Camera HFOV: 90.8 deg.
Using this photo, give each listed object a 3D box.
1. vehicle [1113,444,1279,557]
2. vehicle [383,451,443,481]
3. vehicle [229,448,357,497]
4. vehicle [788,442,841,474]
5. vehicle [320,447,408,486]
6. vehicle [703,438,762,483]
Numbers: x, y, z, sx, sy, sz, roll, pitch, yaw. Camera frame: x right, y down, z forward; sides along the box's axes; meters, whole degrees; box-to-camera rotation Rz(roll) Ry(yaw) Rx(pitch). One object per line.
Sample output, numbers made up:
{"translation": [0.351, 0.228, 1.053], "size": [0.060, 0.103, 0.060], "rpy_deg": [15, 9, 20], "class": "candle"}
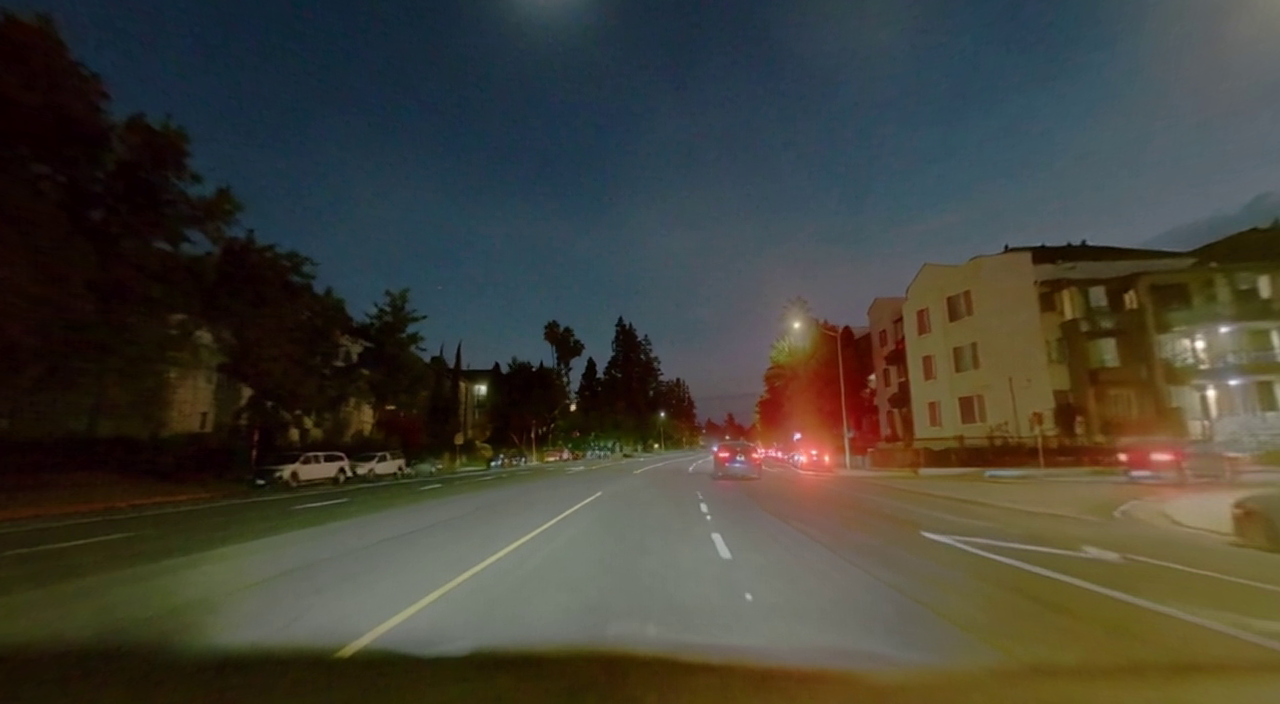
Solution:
{"translation": [9.484, 2.085, 9.140], "size": [1.928, 1.482, 4.461], "rpy_deg": [-1, -9, 2], "class": "vehicle"}
{"translation": [-15.178, 7.615, 42.565], "size": [2.014, 1.734, 4.651], "rpy_deg": [-2, -8, 5], "class": "vehicle"}
{"translation": [-16.210, 5.635, 30.064], "size": [2.239, 1.926, 6.159], "rpy_deg": [-3, -8, 5], "class": "vehicle"}
{"translation": [11.750, 7.158, 43.035], "size": [2.460, 2.002, 5.900], "rpy_deg": [-1, -9, 6], "class": "vehicle"}
{"translation": [-15.854, 6.569, 36.763], "size": [2.194, 2.022, 5.828], "rpy_deg": [-1, -9, 4], "class": "vehicle"}
{"translation": [3.908, 4.681, 27.527], "size": [2.085, 1.763, 4.490], "rpy_deg": [-1, -9, 3], "class": "vehicle"}
